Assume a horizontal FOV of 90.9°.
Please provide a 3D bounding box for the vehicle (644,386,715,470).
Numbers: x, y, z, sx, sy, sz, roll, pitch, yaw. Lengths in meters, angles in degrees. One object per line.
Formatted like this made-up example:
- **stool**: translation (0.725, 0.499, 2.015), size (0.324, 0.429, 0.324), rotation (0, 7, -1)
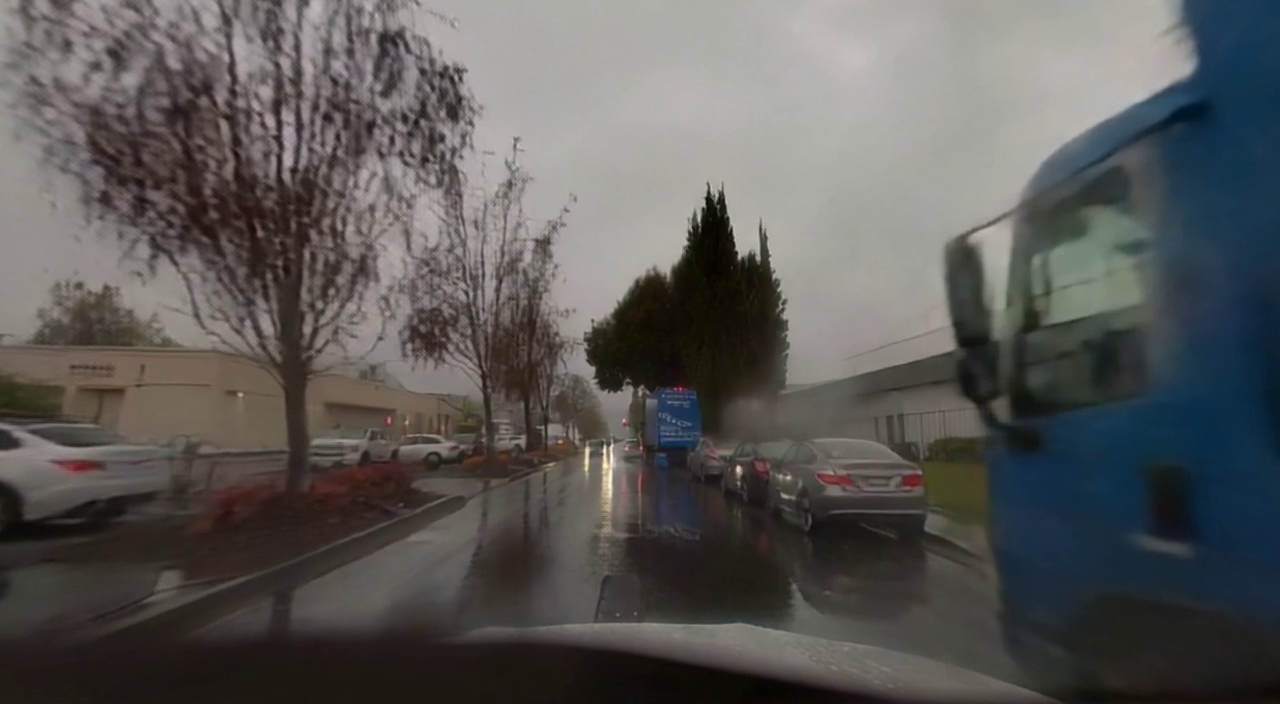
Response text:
- **vehicle**: translation (1.985, 4.746, 38.445), size (2.865, 4.113, 14.471), rotation (0, -8, -2)

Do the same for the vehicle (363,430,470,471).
- **vehicle**: translation (-8.700, 3.857, 24.802), size (3.569, 1.520, 1.797), rotation (0, -8, -5)

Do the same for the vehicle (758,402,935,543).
- **vehicle**: translation (2.901, 1.744, 9.371), size (1.686, 1.786, 2.276), rotation (0, -9, -3)

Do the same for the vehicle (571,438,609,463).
- **vehicle**: translation (-3.182, 6.318, 40.616), size (1.989, 1.481, 4.008), rotation (0, -8, 2)

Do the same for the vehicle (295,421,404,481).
- **vehicle**: translation (-9.409, 3.241, 20.874), size (1.996, 1.719, 4.382), rotation (2, -8, -8)

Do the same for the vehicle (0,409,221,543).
- **vehicle**: translation (-8.021, 1.449, 7.637), size (4.483, 1.431, 1.849), rotation (0, -8, -4)

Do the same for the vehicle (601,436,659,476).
- **vehicle**: translation (-0.432, 4.170, 25.553), size (2.160, 1.498, 3.909), rotation (0, -8, -2)
